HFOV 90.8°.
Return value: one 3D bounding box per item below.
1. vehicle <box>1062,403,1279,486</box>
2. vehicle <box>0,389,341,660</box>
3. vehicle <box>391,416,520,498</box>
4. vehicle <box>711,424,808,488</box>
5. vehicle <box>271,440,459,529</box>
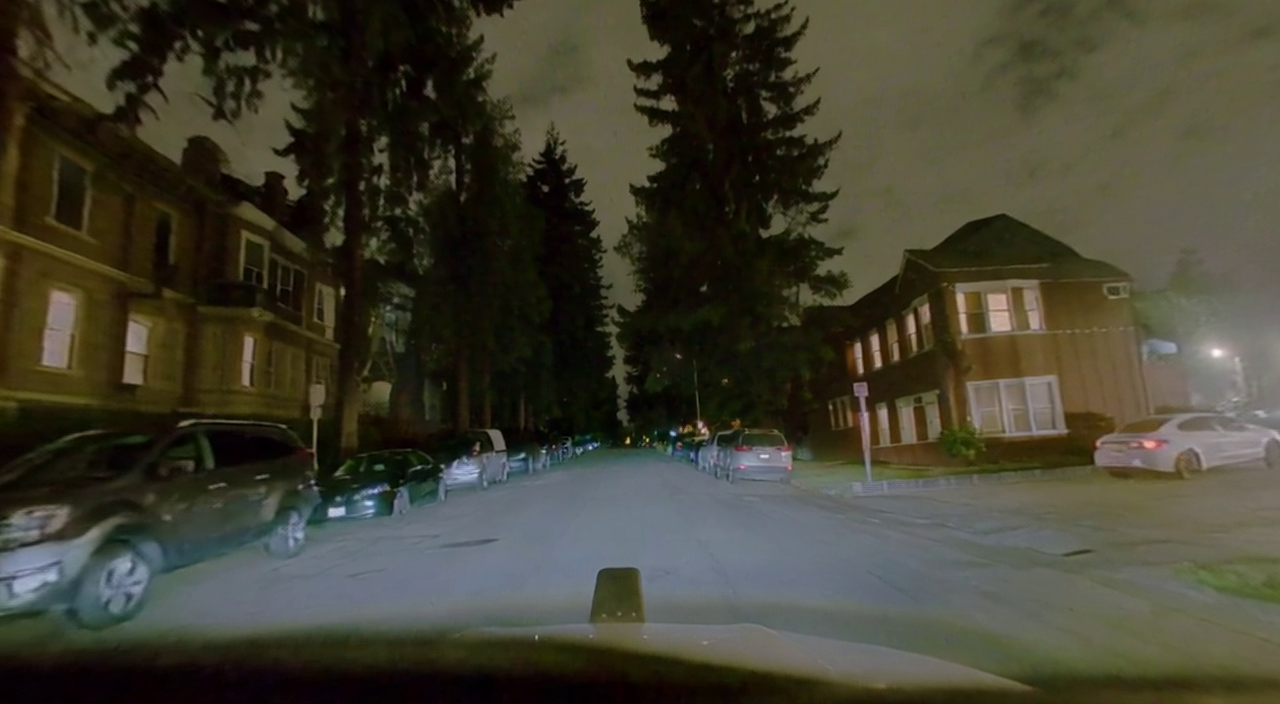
[{"bbox_3d":[11.381,1.858,12.768,4.336,1.520,1.876,0,-8,-2],"label":"vehicle"},{"bbox_3d":[-5.299,1.507,6.746,2.042,1.850,4.758,0,-8,-3],"label":"vehicle"},{"bbox_3d":[-5.352,3.127,19.291,2.390,2.123,5.371,0,-8,-1],"label":"vehicle"},{"bbox_3d":[3.498,3.135,19.478,1.994,1.710,4.699,0,-8,-1],"label":"vehicle"},{"bbox_3d":[-5.275,2.549,12.927,1.858,1.456,4.587,0,-8,-1],"label":"vehicle"}]
